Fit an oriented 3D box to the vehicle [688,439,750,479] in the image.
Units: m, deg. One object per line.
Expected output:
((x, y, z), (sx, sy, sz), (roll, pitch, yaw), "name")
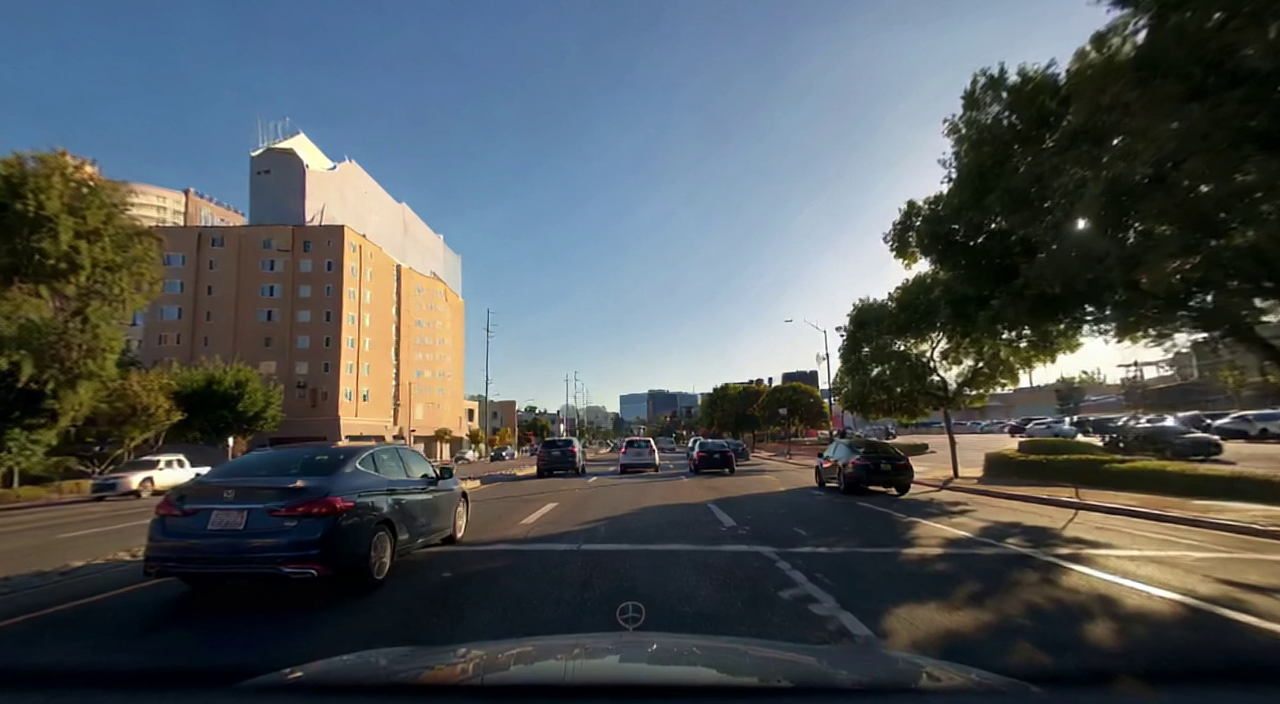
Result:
((3.076, 4.259, 25.381), (1.884, 1.458, 4.245), (0, -8, -1), "vehicle")

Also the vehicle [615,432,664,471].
((-0.039, 5.062, 32.097), (2.304, 1.795, 4.526), (0, -9, 0), "vehicle")

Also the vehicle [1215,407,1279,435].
((36.607, 4.205, 37.782), (1.864, 1.492, 4.145), (-4, -9, 25), "vehicle")

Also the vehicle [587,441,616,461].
((-2.947, 7.705, 49.108), (1.900, 1.454, 4.086), (-1, -9, 1), "vehicle")

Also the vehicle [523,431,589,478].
((-3.431, 4.307, 26.617), (2.117, 1.799, 4.442), (-1, -9, 1), "vehicle")

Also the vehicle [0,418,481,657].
((-3.224, 1.508, 6.250), (2.095, 1.486, 4.411), (-1, -9, 1), "vehicle")

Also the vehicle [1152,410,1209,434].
((37.131, 4.854, 43.437), (1.854, 1.471, 4.595), (-5, -10, 27), "vehicle")

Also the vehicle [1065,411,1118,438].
((31.100, 5.072, 43.534), (1.993, 1.708, 4.464), (-4, -9, 23), "vehicle")

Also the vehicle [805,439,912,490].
((6.939, 3.606, 20.613), (1.865, 1.458, 4.605), (0, -9, 0), "vehicle")
